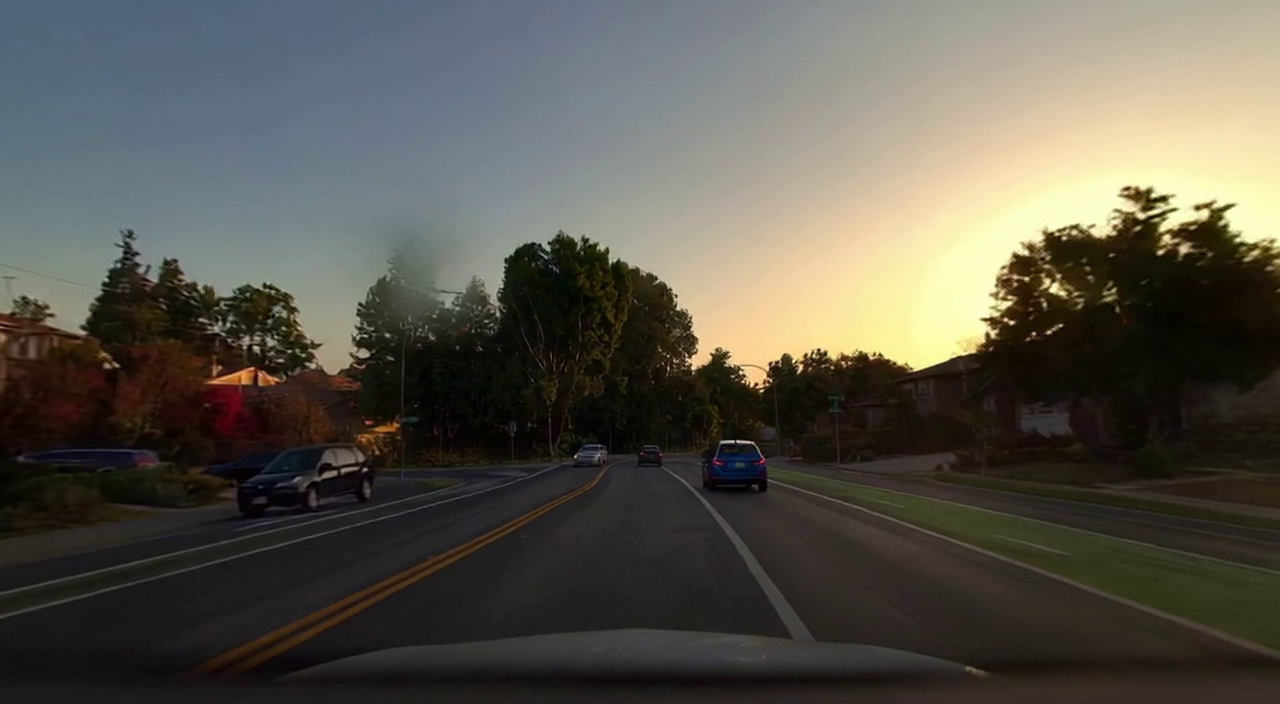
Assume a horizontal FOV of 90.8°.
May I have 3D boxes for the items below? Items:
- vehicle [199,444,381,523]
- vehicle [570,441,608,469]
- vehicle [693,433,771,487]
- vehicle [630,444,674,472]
[{"bbox_3d":[-9.033,3.384,16.908,2.188,1.813,4.478,0,-8,1],"label":"vehicle"},{"bbox_3d":[-3.429,7.059,43.445,2.091,1.811,4.651,0,-9,2],"label":"vehicle"},{"bbox_3d":[3.259,3.947,23.381,2.200,1.763,4.676,0,-8,0],"label":"vehicle"},{"bbox_3d":[0.596,5.828,34.904,2.196,1.449,4.006,0,-9,-2],"label":"vehicle"}]
